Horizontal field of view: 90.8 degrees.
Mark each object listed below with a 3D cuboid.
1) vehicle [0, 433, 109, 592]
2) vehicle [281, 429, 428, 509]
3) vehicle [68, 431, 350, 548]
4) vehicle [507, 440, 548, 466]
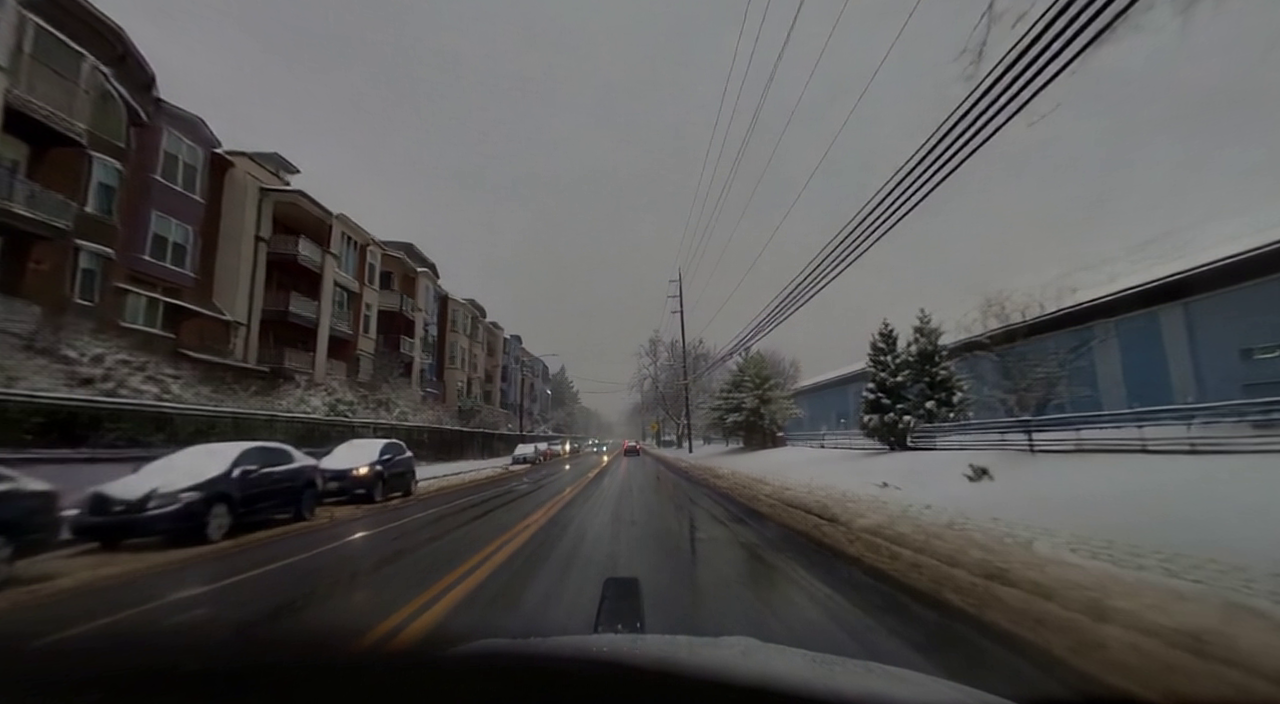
[{"bbox_3d":[-6.751,1.269,4.480,1.914,1.417,4.750,3,-8,-2],"label":"vehicle"},{"bbox_3d":[-6.955,2.842,15.909,1.878,1.658,3.827,3,-8,-1],"label":"vehicle"},{"bbox_3d":[-6.866,2.176,10.825,1.773,1.466,4.407,4,-8,-2],"label":"vehicle"},{"bbox_3d":[-7.487,6.762,42.626,1.913,1.560,4.513,2,-8,0],"label":"vehicle"}]
